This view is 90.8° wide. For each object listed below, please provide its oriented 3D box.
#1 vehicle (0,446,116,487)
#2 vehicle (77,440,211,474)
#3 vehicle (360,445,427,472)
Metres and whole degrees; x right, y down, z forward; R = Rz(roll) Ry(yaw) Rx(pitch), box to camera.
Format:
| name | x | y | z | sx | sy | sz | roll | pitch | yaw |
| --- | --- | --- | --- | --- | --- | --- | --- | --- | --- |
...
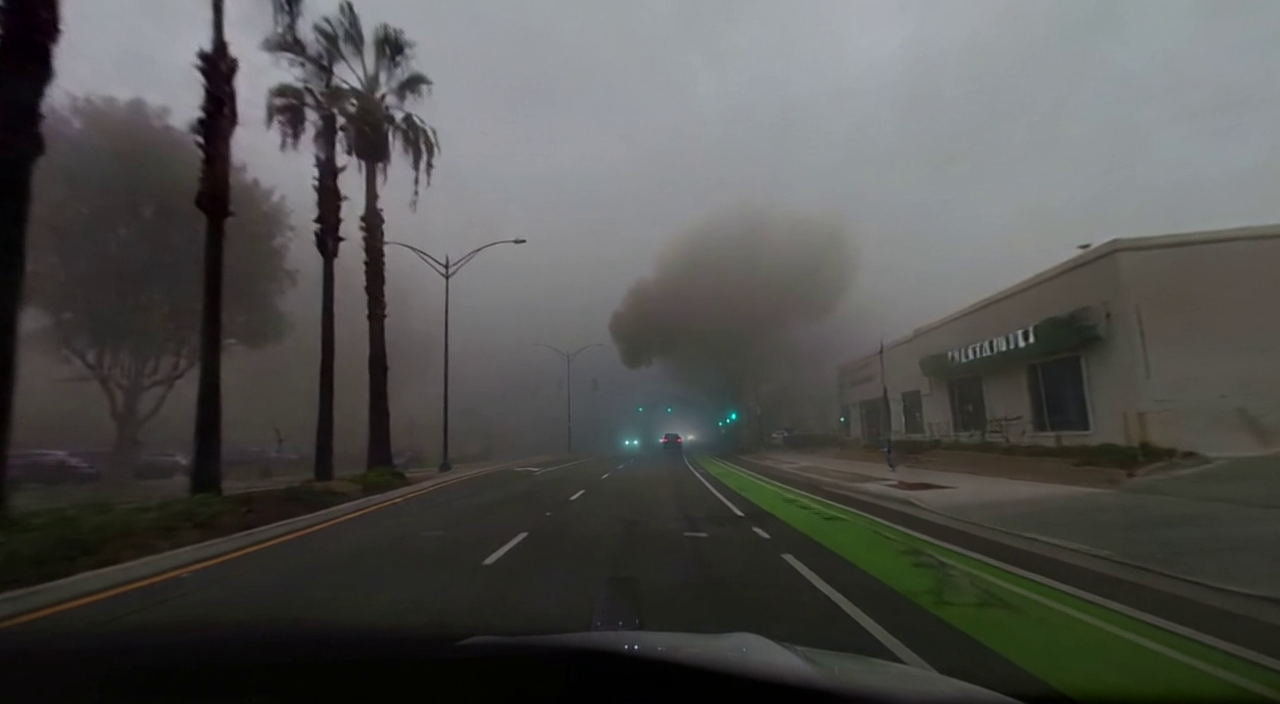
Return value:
| name | x | y | z | sx | sy | sz | roll | pitch | yaw |
| --- | --- | --- | --- | --- | --- | --- | --- | --- | --- |
| vehicle | -29.548 | 5.738 | 31.866 | 4.220 | 1.953 | 2.187 | -1 | -8 | 3 |
| vehicle | -29.150 | 6.189 | 37.269 | 5.940 | 1.904 | 2.360 | -1 | -8 | 2 |
| vehicle | -17.071 | 7.378 | 44.066 | 2.178 | 1.779 | 5.406 | -1 | -8 | 4 |
